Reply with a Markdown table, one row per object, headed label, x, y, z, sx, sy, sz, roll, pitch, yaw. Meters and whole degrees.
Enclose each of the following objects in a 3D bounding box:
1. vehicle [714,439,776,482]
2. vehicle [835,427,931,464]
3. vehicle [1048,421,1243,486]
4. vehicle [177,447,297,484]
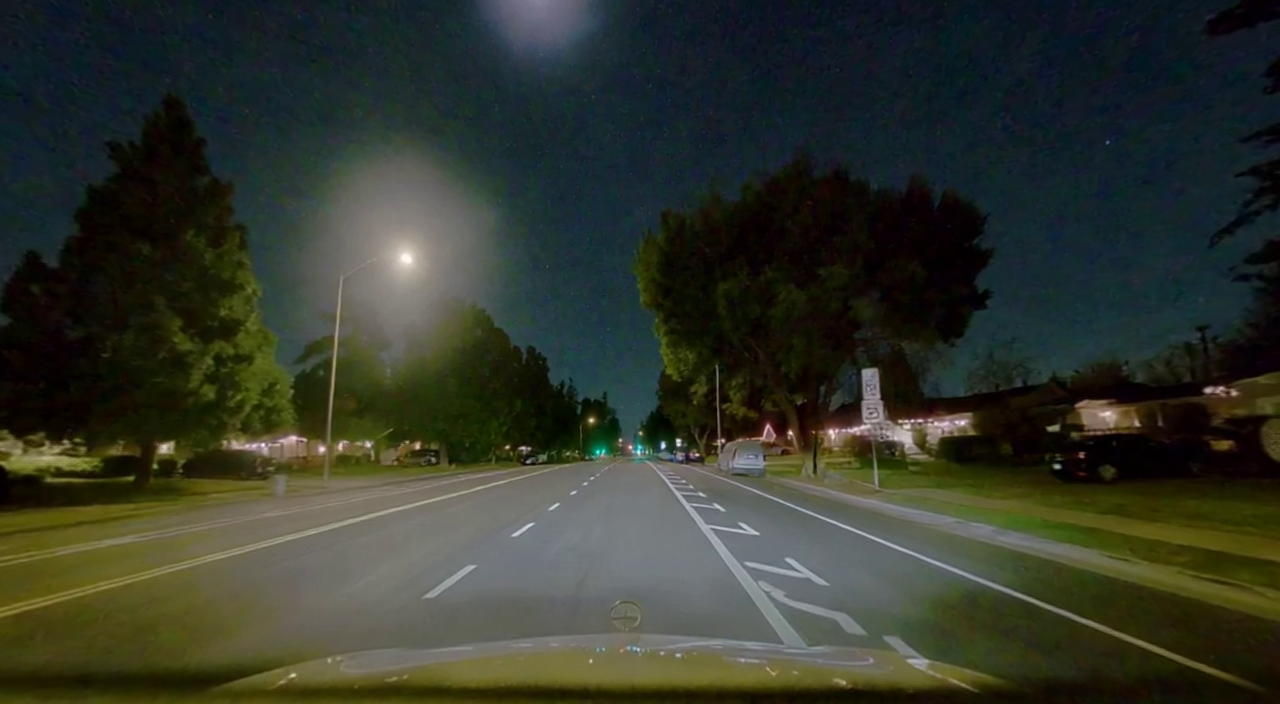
| label | x | y | z | sx | sy | sz | roll | pitch | yaw |
| --- | --- | --- | --- | --- | --- | --- | --- | --- | --- |
| vehicle | 4.911 | 5.157 | 30.216 | 2.082 | 1.763 | 4.718 | 3 | -9 | 0 |
| vehicle | 15.601 | 6.052 | 40.823 | 5.096 | 1.931 | 2.288 | -4 | -9 | 2 |
| vehicle | 15.211 | 3.091 | 19.255 | 4.108 | 1.734 | 1.898 | -2 | -9 | 5 |
| vehicle | -20.574 | 5.793 | 32.392 | 4.818 | 1.625 | 2.012 | 1 | -8 | 5 |
